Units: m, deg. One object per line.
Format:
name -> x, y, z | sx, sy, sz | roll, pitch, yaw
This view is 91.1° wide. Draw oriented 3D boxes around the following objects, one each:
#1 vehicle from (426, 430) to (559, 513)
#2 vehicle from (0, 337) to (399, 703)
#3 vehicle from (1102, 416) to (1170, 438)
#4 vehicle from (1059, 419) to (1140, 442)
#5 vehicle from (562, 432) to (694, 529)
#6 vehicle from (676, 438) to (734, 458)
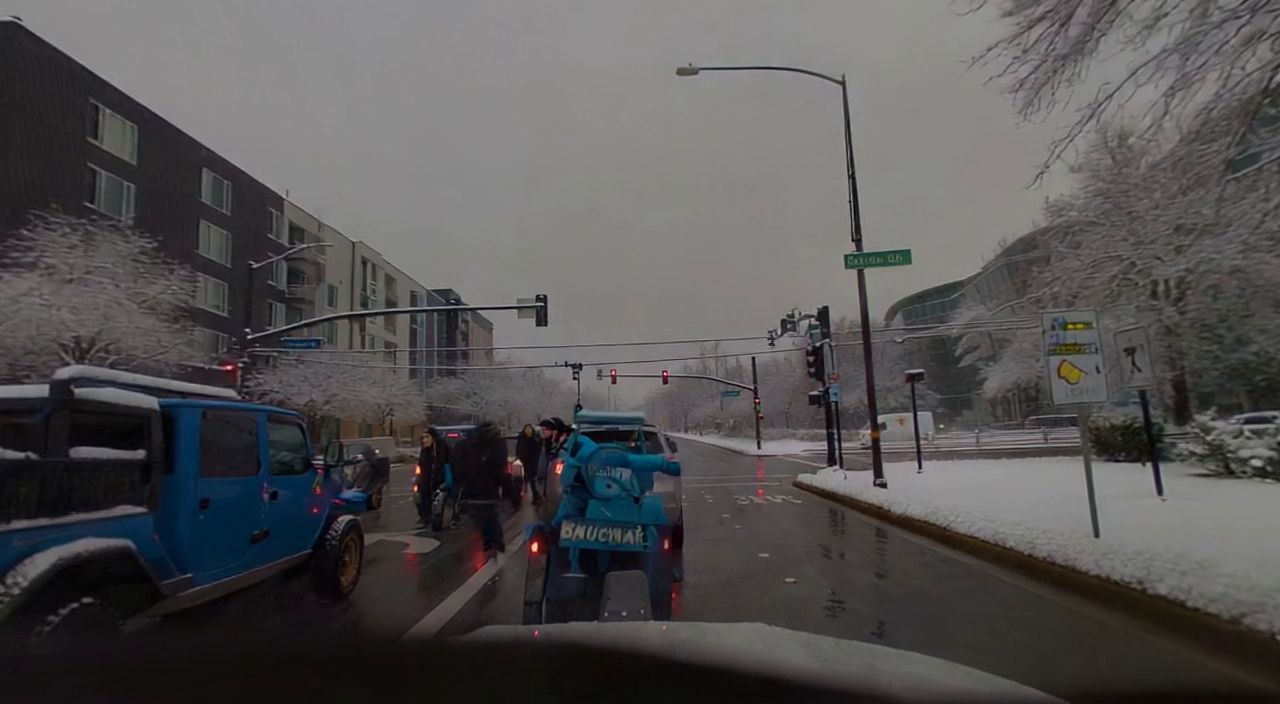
vehicle -> -3.166, 2.665, 14.442 | 1.935, 1.615, 4.073 | -1, -8, 2
vehicle -> -3.618, 1.133, 4.447 | 2.000, 1.809, 4.405 | 0, -8, 1
vehicle -> 36.791, 5.599, 46.569 | 1.625, 1.449, 3.557 | 6, -11, -38
vehicle -> 30.738, 5.272, 42.090 | 1.751, 1.420, 4.027 | 8, -12, -43
vehicle -> -0.149, 2.287, 11.760 | 2.025, 1.458, 4.085 | 0, -8, 1
vehicle -> 5.188, 7.638, 49.949 | 2.018, 1.491, 4.795 | -8, -12, 44
